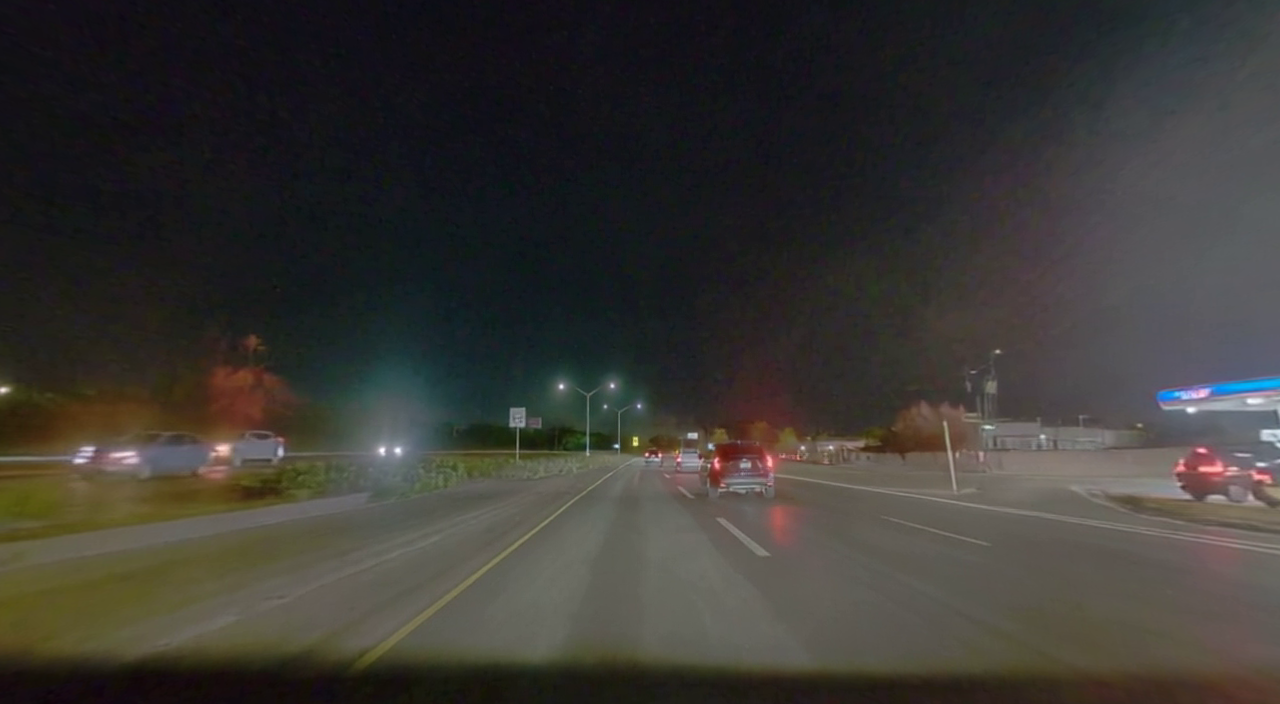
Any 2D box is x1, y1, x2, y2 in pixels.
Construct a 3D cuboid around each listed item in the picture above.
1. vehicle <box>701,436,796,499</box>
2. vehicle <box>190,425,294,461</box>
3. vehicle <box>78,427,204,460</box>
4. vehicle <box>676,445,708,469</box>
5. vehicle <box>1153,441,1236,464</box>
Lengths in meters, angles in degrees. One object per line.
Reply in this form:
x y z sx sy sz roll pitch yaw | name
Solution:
3.329 3.648 20.414 2.184 1.777 4.712 0 -8 -1 | vehicle
-19.488 4.522 31.160 1.941 1.629 4.557 -1 -8 4 | vehicle
-23.401 4.338 29.830 2.036 1.459 4.574 -1 -8 3 | vehicle
3.694 7.510 45.237 2.012 1.612 4.114 0 -8 1 | vehicle
37.061 6.724 42.133 4.234 1.450 2.000 2 -9 -14 | vehicle
